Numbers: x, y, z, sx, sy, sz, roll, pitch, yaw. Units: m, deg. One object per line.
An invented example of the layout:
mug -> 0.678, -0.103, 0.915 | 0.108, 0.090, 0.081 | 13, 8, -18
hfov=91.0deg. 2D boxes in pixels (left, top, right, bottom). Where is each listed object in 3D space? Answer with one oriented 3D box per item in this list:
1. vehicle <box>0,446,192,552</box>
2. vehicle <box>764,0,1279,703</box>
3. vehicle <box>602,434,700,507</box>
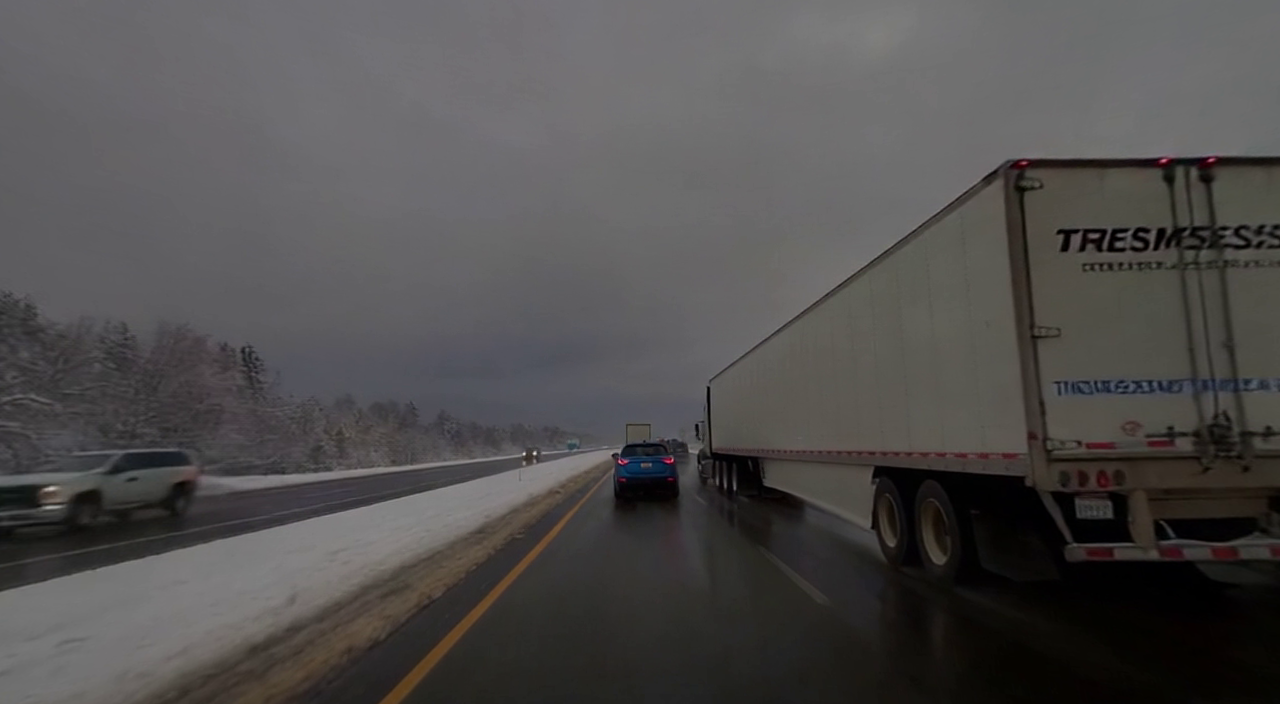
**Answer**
vehicle -> -11.638, 2.801, 12.744 | 1.988, 1.727, 4.217 | -1, -8, 0
vehicle -> 4.544, 0.361, 8.251 | 3.235, 4.197, 9.908 | 0, -8, -3
vehicle -> 0.236, 2.771, 15.210 | 2.045, 1.507, 3.763 | -1, -8, 0
